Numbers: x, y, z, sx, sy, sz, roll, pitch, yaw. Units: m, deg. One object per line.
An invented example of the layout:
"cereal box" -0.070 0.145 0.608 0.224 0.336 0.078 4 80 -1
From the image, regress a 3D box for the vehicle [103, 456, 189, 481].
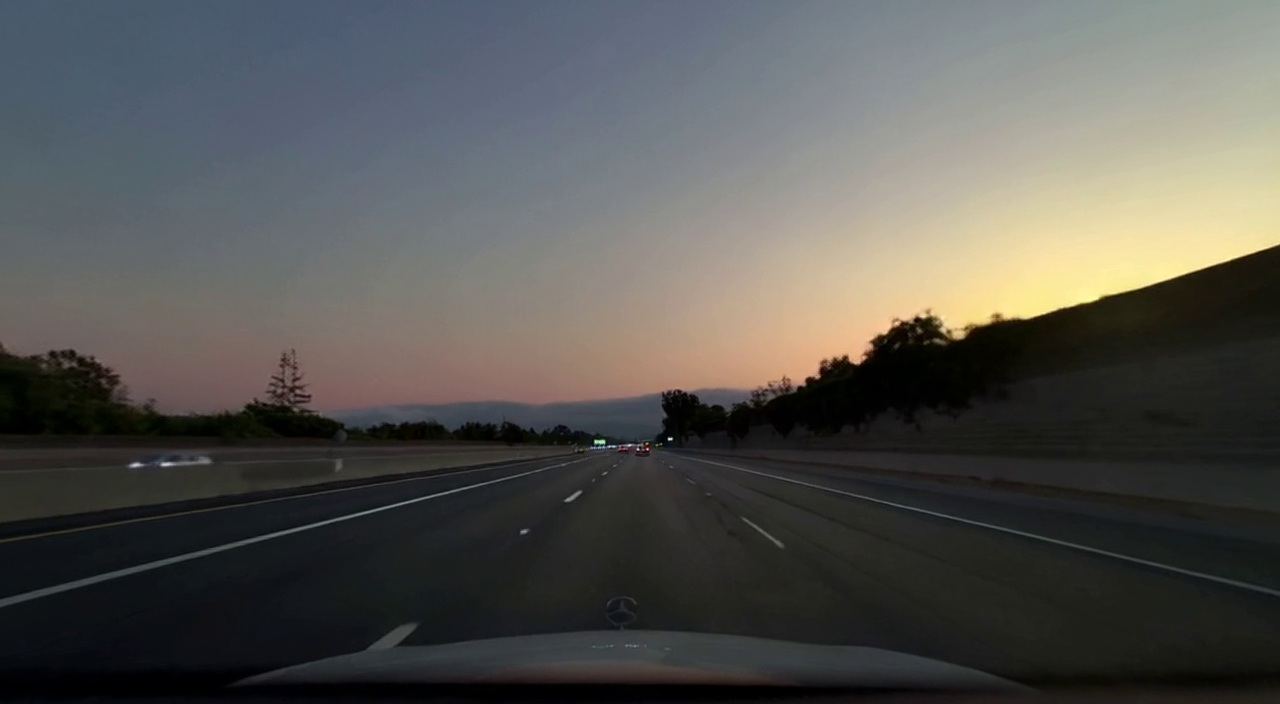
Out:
"vehicle" -32.233 7.593 41.297 1.933 1.521 4.500 0 -9 1
